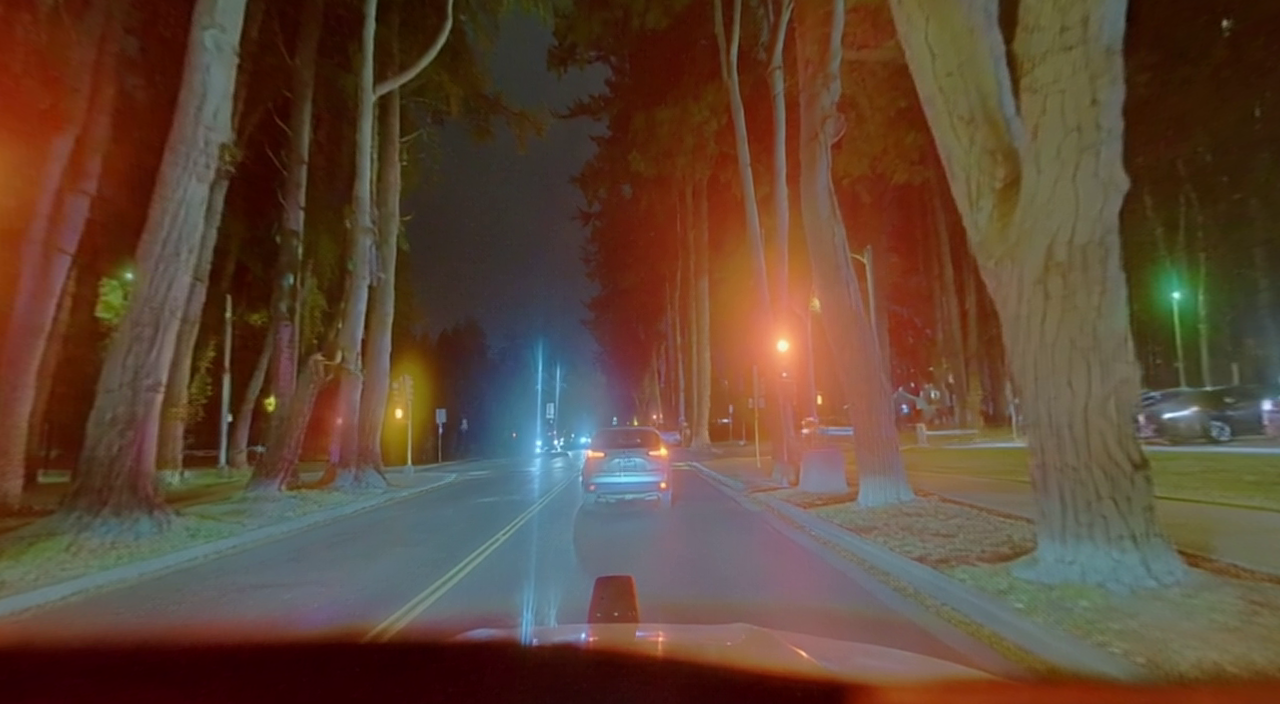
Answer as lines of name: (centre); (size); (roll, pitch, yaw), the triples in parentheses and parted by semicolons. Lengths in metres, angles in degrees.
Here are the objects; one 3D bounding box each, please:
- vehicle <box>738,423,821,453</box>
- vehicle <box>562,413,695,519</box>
vehicle: (8.159, 5.062, 37.110); (4.401, 1.651, 1.966); (-1, -8, 1)
vehicle: (-0.167, 2.112, 12.131); (2.142, 1.686, 3.816); (-1, -8, 1)
